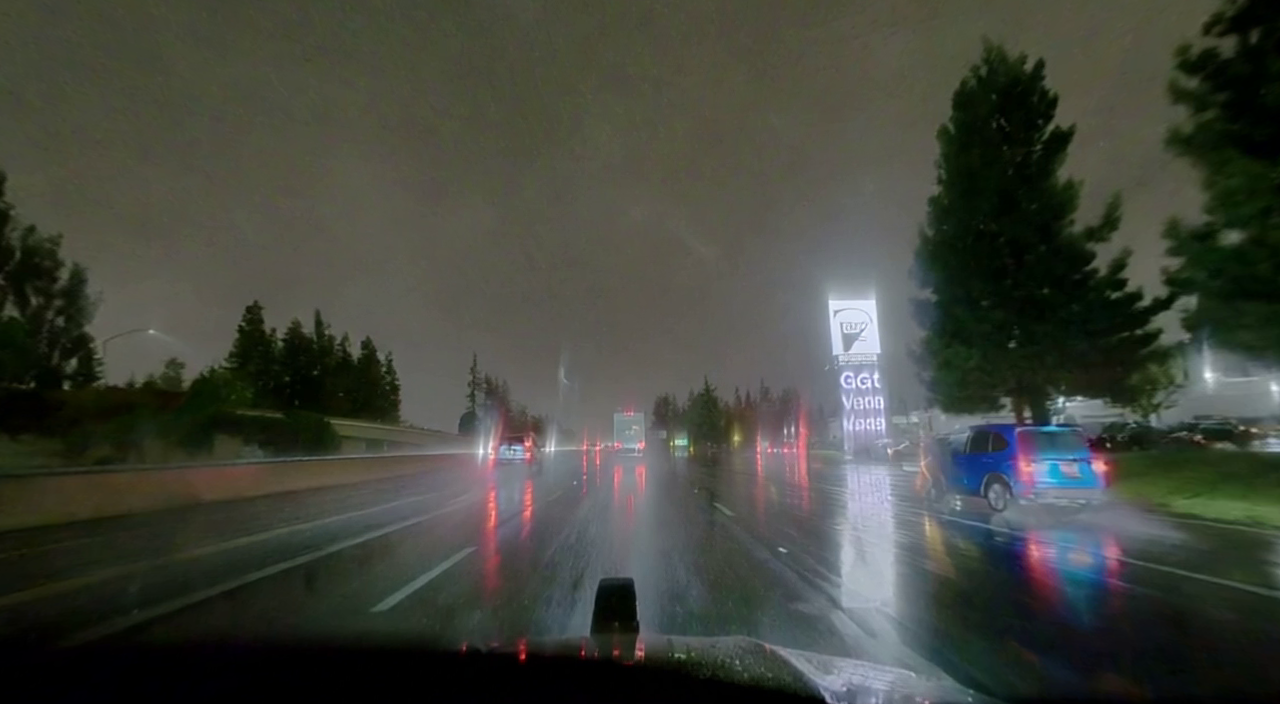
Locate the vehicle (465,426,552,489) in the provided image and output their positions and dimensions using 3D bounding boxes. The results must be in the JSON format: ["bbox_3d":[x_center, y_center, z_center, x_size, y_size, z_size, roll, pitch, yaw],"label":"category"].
[{"bbox_3d":[-4.415,3.622,22.042,2.095,1.930,4.680,0,-8,-1],"label":"vehicle"}]

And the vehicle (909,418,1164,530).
[{"bbox_3d":[6.949,2.175,11.768,1.928,1.686,4.182,0,-8,-1],"label":"vehicle"}]
